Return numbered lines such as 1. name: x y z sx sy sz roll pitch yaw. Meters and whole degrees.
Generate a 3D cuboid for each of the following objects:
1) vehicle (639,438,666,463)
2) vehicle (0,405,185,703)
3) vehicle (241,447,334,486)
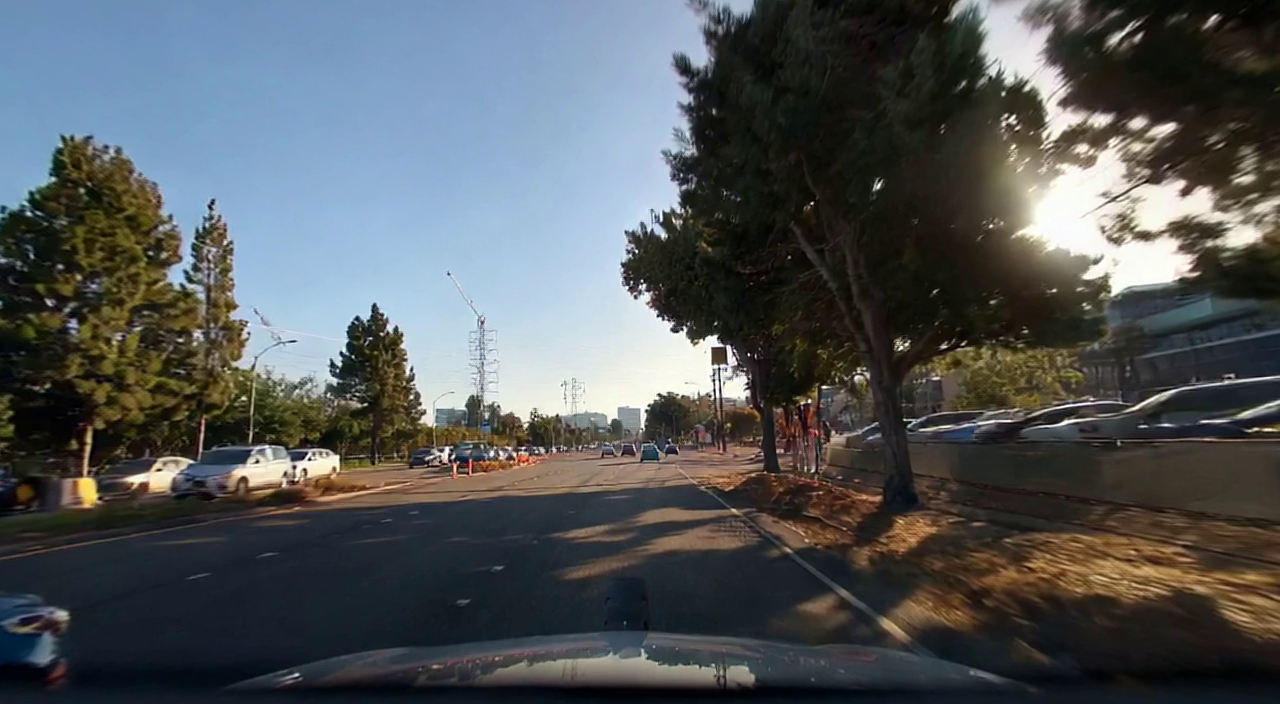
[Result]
1. vehicle: 0.951 7.643 48.985 2.060 1.845 4.151 0 -8 0
2. vehicle: -3.147 0.674 0.389 2.087 1.480 4.825 0 -9 1
3. vehicle: -17.364 5.623 31.357 1.904 1.764 4.515 0 -8 1
